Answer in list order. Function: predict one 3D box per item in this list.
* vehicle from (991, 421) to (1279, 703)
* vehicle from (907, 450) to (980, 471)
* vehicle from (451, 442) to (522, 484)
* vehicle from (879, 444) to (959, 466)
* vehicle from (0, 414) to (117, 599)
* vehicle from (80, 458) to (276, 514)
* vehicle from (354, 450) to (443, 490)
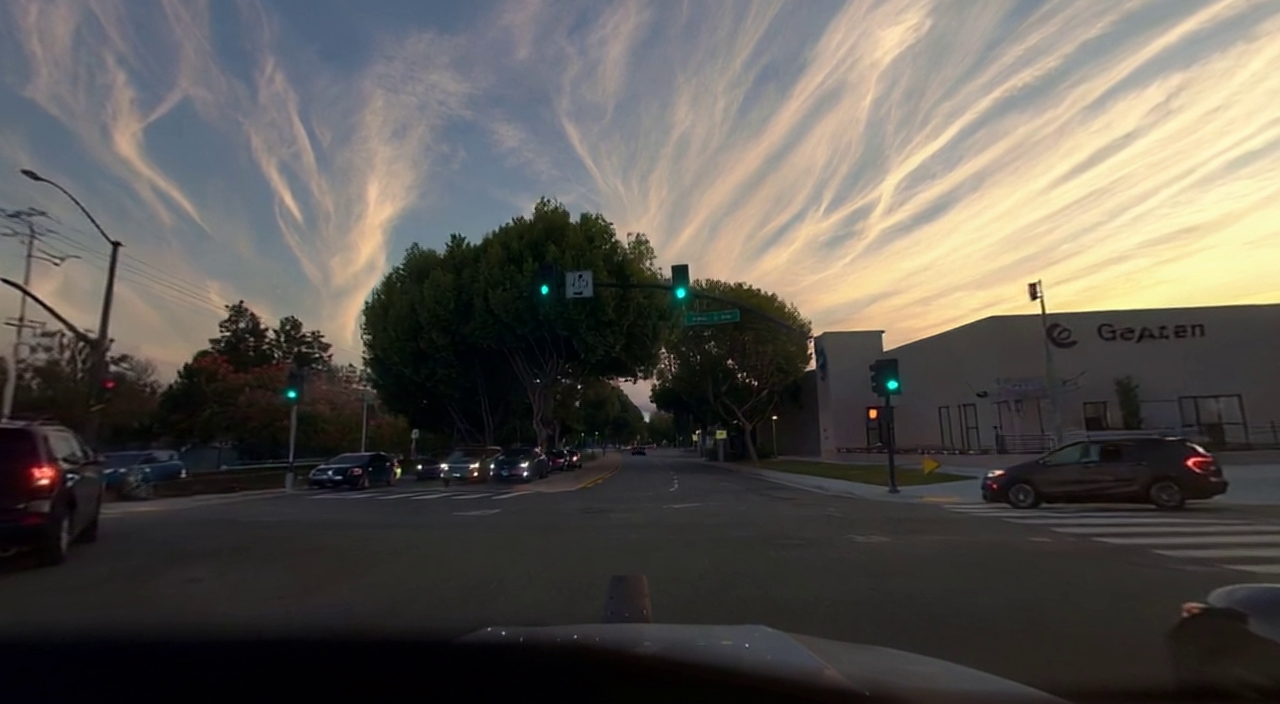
[{"bbox_3d":[3.661,1.040,2.584,1.966,1.490,4.429,0,-8,1],"label":"vehicle"},{"bbox_3d":[20.620,7.381,42.900,4.120,1.340,1.654,-1,-8,5],"label":"vehicle"},{"bbox_3d":[-7.132,5.179,29.879,2.081,1.818,4.782,0,-8,1],"label":"vehicle"},{"bbox_3d":[20.937,7.764,47.382,5.037,1.533,1.901,-1,-9,2],"label":"vehicle"},{"bbox_3d":[-8.229,1.732,7.750,2.000,1.789,4.638,5,-10,-31],"label":"vehicle"},{"bbox_3d":[-15.098,4.337,20.933,2.011,1.480,4.747,-5,-10,29],"label":"vehicle"},{"bbox_3d":[-10.599,5.210,28.152,2.041,1.548,4.868,0,-8,0],"label":"vehicle"}]
